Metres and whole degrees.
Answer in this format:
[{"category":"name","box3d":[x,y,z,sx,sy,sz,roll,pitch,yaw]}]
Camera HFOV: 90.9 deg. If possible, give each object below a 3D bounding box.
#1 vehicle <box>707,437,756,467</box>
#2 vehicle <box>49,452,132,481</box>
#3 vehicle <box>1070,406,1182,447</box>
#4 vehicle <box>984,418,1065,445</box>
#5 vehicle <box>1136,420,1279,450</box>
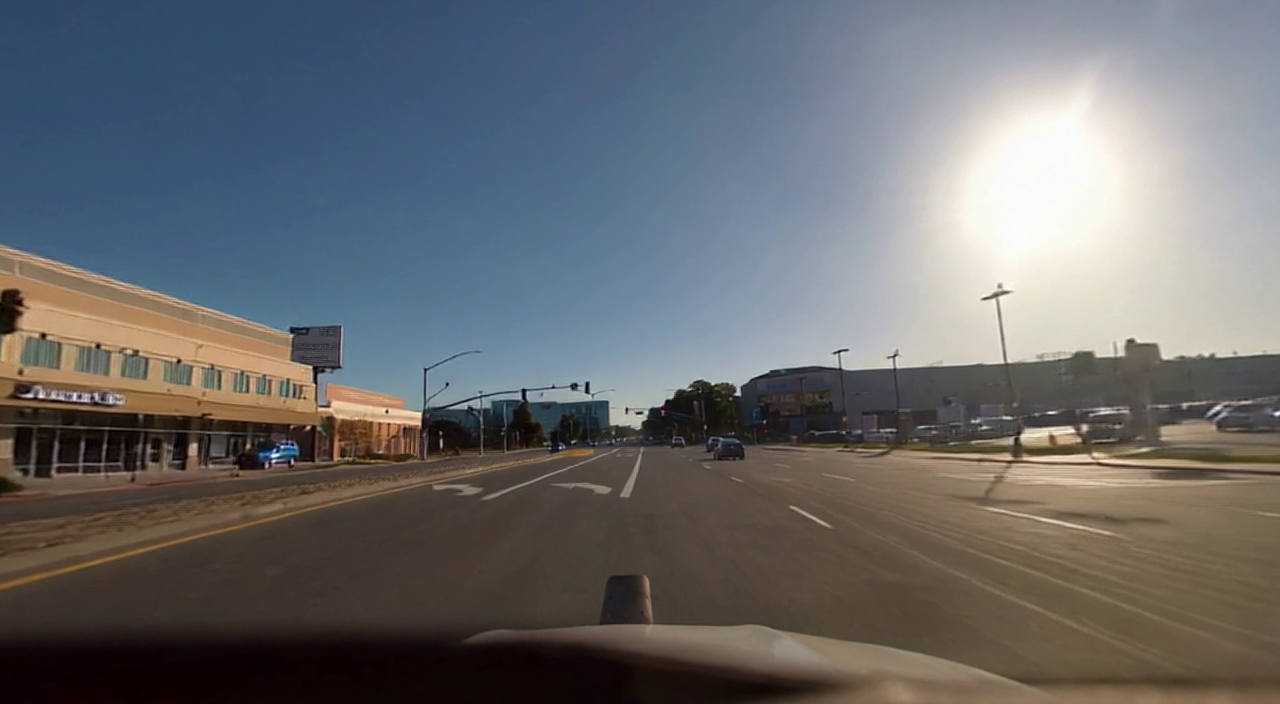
[{"category":"vehicle","box3d":[4.880,5.407,34.279,2.038,1.528,4.259,0,-8,0]},{"category":"vehicle","box3d":[-33.727,7.000,38.840,1.781,1.590,3.853,0,-8,-4]},{"category":"vehicle","box3d":[26.726,4.221,35.035,2.340,2.048,6.148,-2,-9,12]},{"category":"vehicle","box3d":[26.713,5.569,43.877,4.326,1.788,1.984,0,-8,-1]},{"category":"vehicle","box3d":[27.037,3.429,26.326,2.870,1.165,10.713,-1,-8,-9]}]
